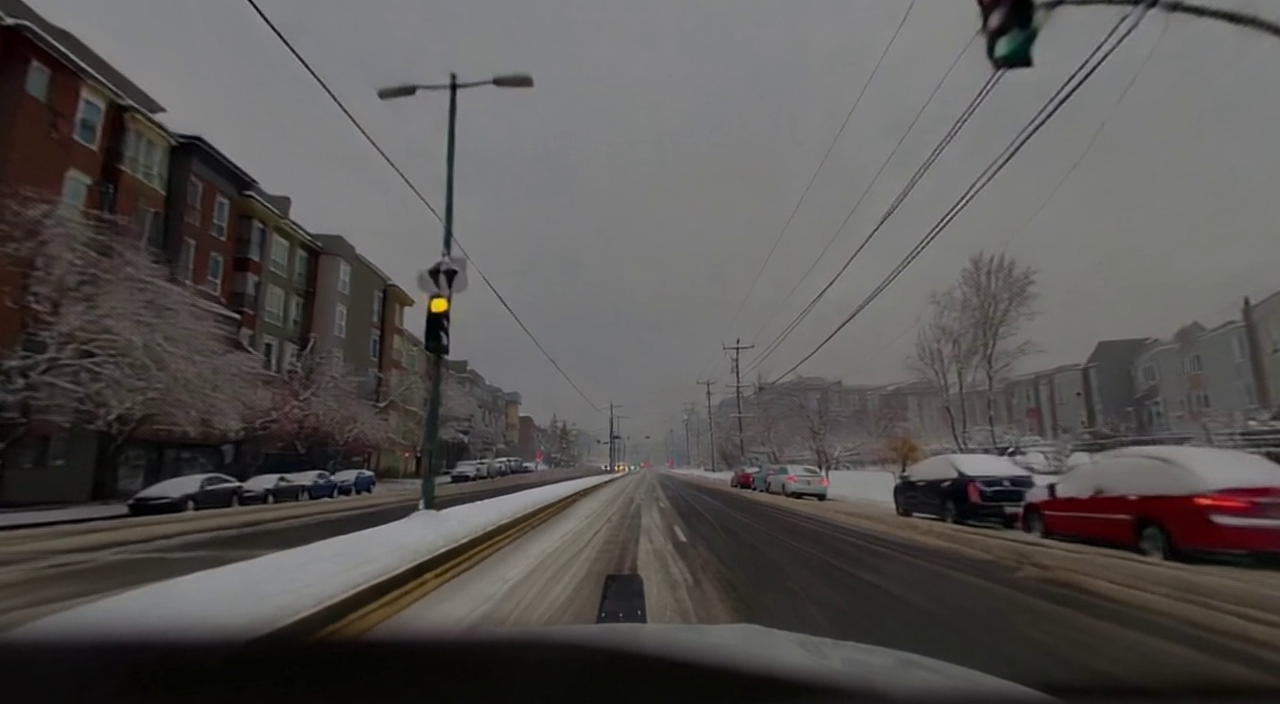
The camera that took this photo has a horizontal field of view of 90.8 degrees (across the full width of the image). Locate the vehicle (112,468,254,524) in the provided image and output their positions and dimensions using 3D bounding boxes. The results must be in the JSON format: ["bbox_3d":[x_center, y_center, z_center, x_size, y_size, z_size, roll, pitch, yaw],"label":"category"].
[{"bbox_3d":[-14.717,4.601,20.630,1.879,1.507,3.745,0,-9,-2],"label":"vehicle"}]

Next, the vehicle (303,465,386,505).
[{"bbox_3d":[-14.712,6.614,31.805,2.107,1.771,4.871,0,-9,-4],"label":"vehicle"}]

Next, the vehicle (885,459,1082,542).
[{"bbox_3d":[7.617,3.298,14.699,1.941,1.496,4.656,0,-9,0],"label":"vehicle"}]

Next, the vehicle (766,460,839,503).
[{"bbox_3d":[7.482,6.017,29.660,2.143,1.731,4.781,0,-9,0],"label":"vehicle"}]

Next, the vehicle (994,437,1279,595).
[{"bbox_3d":[7.531,2.147,9.259,1.996,1.704,4.490,0,-9,-1],"label":"vehicle"}]

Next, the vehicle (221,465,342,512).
[{"bbox_3d":[-14.787,5.640,26.479,2.124,1.626,4.908,0,-9,1],"label":"vehicle"}]
